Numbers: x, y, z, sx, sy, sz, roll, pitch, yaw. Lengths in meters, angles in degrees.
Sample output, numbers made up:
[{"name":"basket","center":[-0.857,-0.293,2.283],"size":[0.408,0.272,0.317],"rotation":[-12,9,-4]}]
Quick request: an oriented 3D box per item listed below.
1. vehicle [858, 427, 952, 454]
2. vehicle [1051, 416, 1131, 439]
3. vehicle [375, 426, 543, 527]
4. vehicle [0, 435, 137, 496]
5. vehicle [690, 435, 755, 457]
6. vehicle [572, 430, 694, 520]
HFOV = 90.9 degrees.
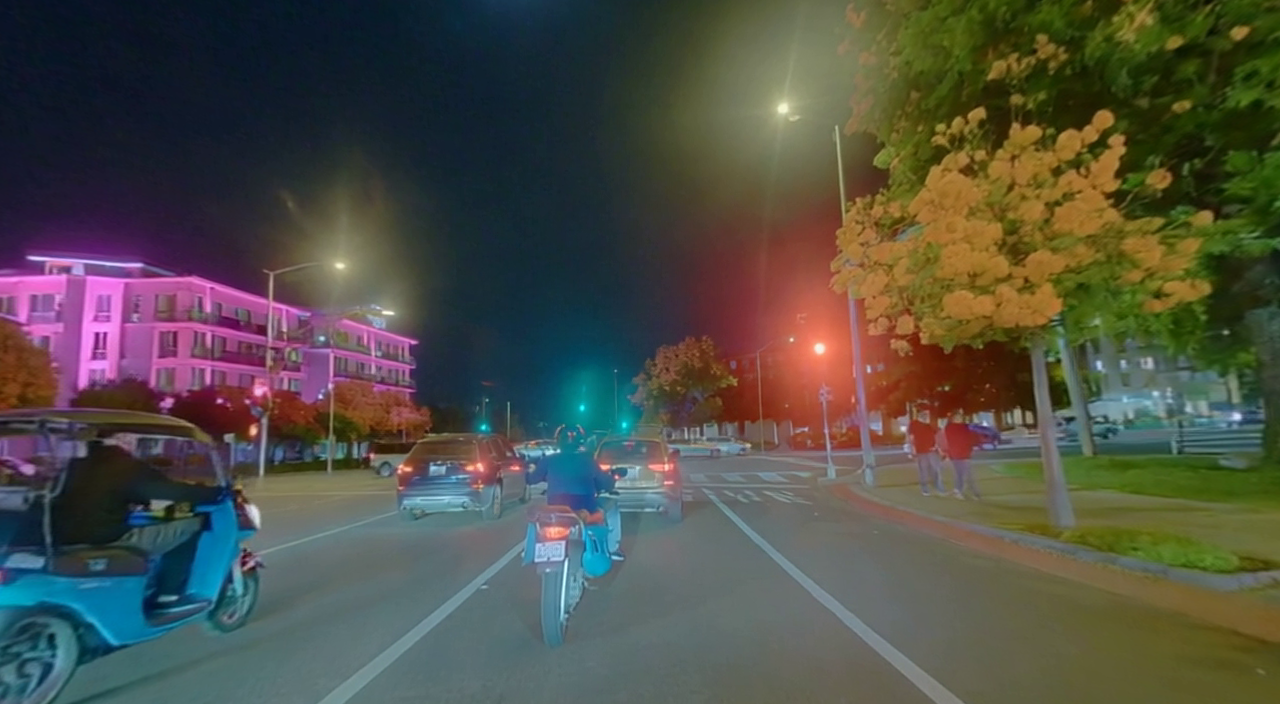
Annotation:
[{"name":"vehicle","center":[15.323,5.177,36.580],"size":[4.661,1.456,1.862],"rotation":[-6,-10,34]},{"name":"vehicle","center":[30.820,5.193,43.142],"size":[1.751,1.420,4.027],"rotation":[8,-12,-42]},{"name":"vehicle","center":[-3.261,2.330,12.331],"size":[1.935,1.615,4.073],"rotation":[-1,-9,2]},{"name":"vehicle","center":[-28.890,5.642,31.353],"size":[5.890,2.393,2.346],"rotation":[-5,-7,1]},{"name":"vehicle","center":[5.821,6.630,44.325],"size":[4.511,1.464,1.816],"rotation":[6,-11,-37]},{"name":"vehicle","center":[-0.077,2.359,12.578],"size":[2.025,1.458,4.085],"rotation":[-1,-9,1]}]
